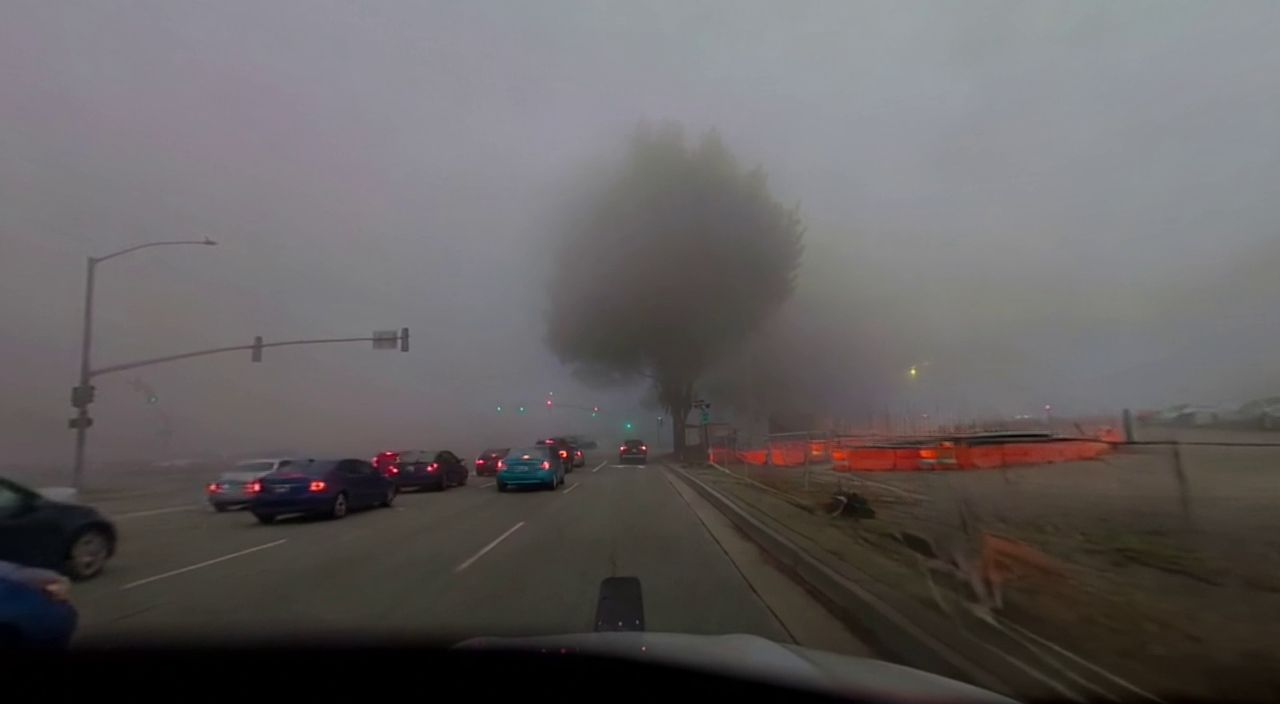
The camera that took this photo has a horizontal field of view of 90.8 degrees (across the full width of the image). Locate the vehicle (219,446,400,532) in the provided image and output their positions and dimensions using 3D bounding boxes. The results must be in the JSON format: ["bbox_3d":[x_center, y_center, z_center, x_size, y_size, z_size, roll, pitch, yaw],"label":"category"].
[{"bbox_3d":[-7.181,2.957,14.328,1.900,1.507,4.285,-3,-9,-1],"label":"vehicle"}]

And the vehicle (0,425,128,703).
[{"bbox_3d":[-3.795,0.849,1.059,2.026,1.497,4.577,-2,-9,0],"label":"vehicle"}]

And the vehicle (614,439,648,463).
[{"bbox_3d":[-0.602,6.636,42.385,2.183,1.506,4.286,0,-9,0],"label":"vehicle"}]

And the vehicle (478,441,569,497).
[{"bbox_3d":[-3.425,3.521,19.415,2.042,1.441,4.172,-1,-9,0],"label":"vehicle"}]

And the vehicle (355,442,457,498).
[{"bbox_3d":[-8.138,4.103,22.471,1.949,1.697,4.406,-2,-9,0],"label":"vehicle"}]
